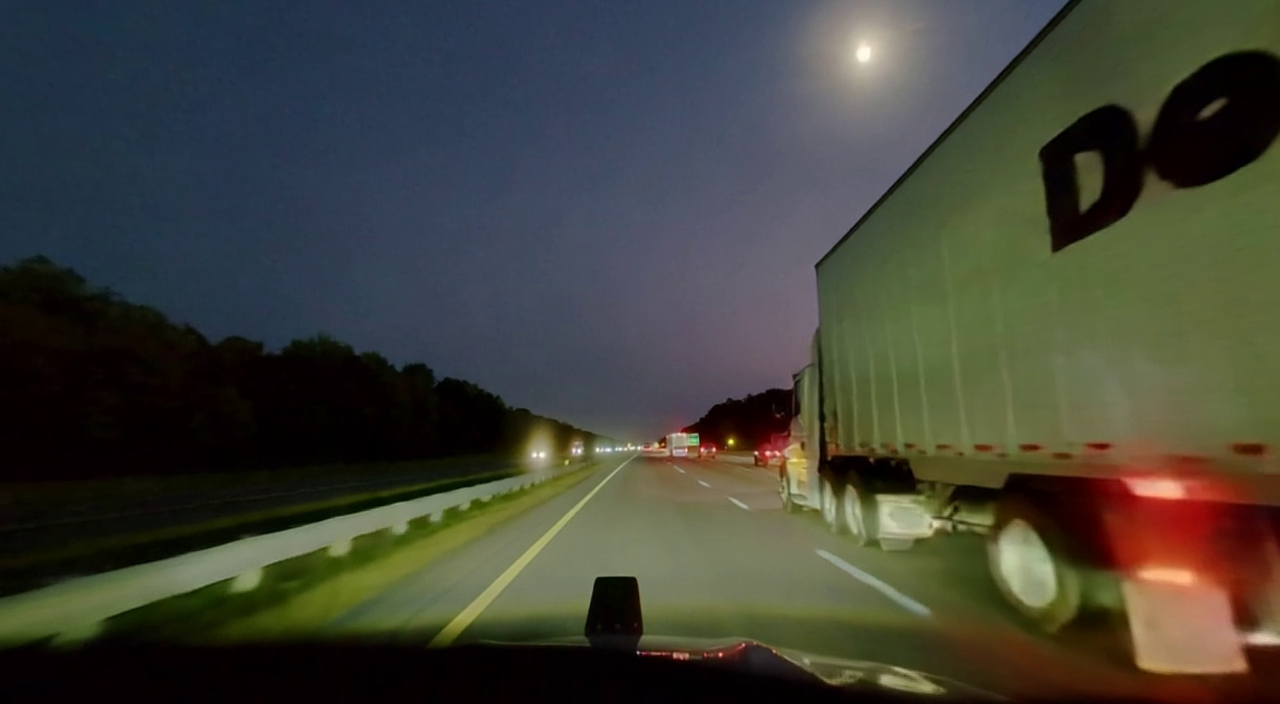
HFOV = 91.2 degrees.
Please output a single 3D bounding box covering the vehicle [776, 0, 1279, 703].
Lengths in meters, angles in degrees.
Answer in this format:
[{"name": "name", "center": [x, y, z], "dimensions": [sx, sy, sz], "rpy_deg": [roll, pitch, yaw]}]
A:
[{"name": "vehicle", "center": [4.001, 0.221, 5.731], "dimensions": [3.015, 3.877, 10.370], "rpy_deg": [0, -9, -1]}]
